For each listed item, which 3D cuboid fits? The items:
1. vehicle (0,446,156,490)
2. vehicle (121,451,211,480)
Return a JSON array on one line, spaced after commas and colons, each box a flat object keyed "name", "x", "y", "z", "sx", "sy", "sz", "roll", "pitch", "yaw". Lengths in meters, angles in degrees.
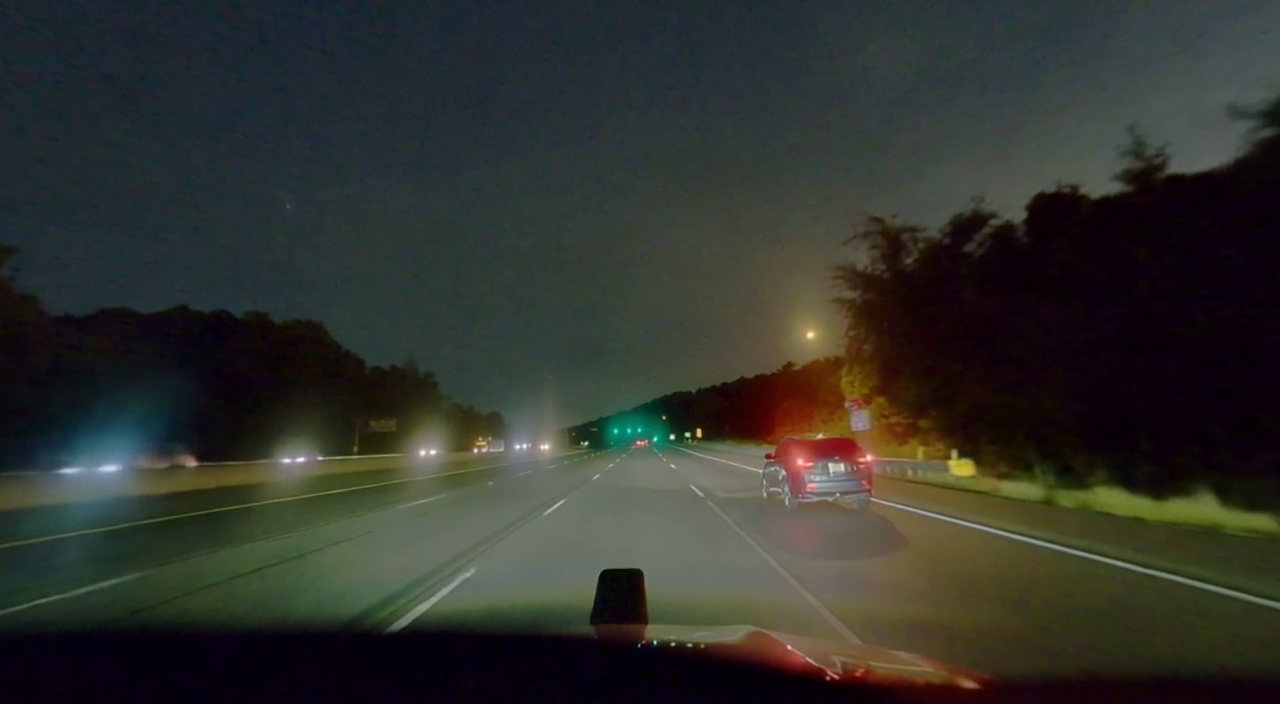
[{"name": "vehicle", "x": -24.807, "y": 5.064, "z": 28.052, "sx": 2.228, "sy": 1.729, "sz": 5.294, "roll": -1, "pitch": -8, "yaw": 1}, {"name": "vehicle", "x": -27.859, "y": 6.657, "z": 37.274, "sx": 1.800, "sy": 1.501, "sz": 4.456, "roll": -1, "pitch": -8, "yaw": 1}]
